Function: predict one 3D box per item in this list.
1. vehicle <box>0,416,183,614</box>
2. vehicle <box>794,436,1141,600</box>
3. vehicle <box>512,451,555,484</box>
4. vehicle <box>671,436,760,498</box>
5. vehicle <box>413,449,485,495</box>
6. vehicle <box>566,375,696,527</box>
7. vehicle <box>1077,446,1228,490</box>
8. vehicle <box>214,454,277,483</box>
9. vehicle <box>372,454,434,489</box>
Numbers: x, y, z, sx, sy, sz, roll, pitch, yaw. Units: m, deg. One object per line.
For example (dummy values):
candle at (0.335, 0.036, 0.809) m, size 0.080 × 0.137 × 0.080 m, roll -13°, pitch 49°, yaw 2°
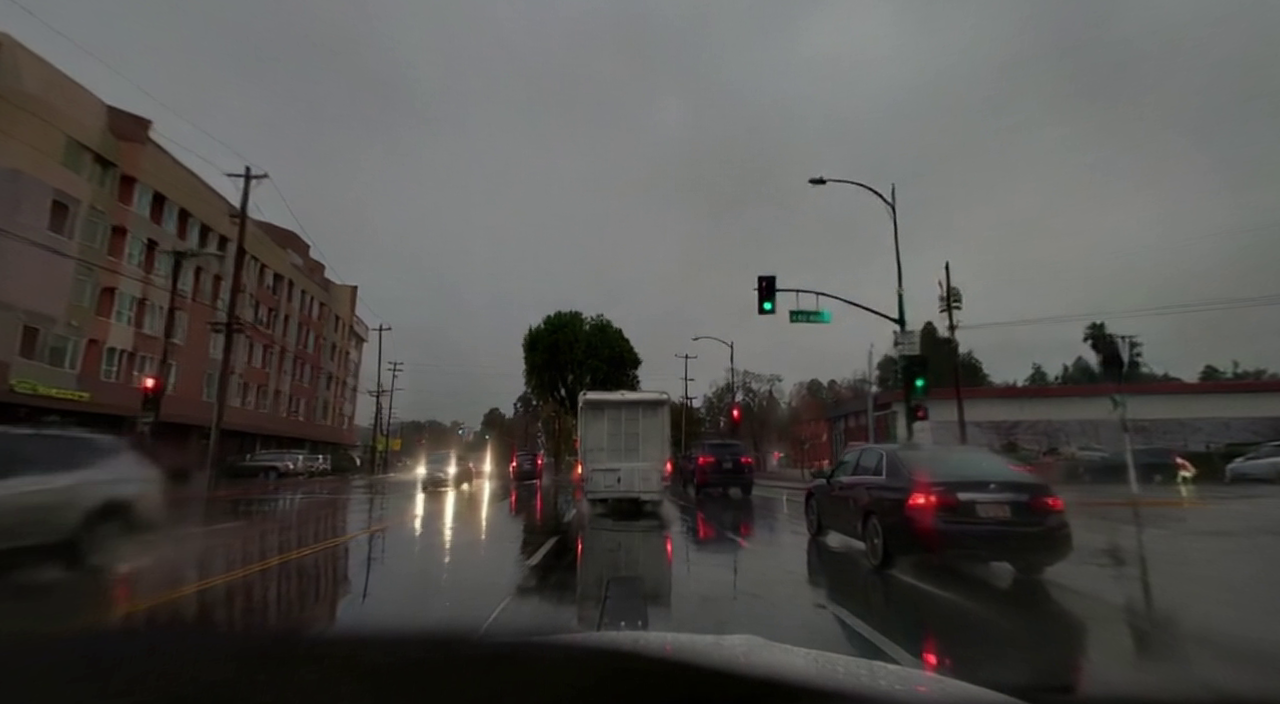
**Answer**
vehicle at (-5.938, 1.273, 4.847) m, size 1.810 × 1.546 × 3.981 m, roll 0°, pitch -8°, yaw -1°
vehicle at (3.637, 1.878, 8.235) m, size 1.978 × 1.507 × 4.636 m, roll 0°, pitch -8°, yaw -1°
vehicle at (-5.623, 6.110, 33.593) m, size 2.033 × 1.555 × 4.408 m, roll 1°, pitch -8°, yaw -7°
vehicle at (2.540, 4.053, 22.812) m, size 2.157 × 1.944 × 5.423 m, roll 1°, pitch -8°, yaw -4°
vehicle at (-7.195, 4.519, 24.042) m, size 1.801 × 1.524 × 3.974 m, roll 1°, pitch -8°, yaw -5°
vehicle at (-0.424, 2.352, 15.411) m, size 2.517 × 2.926 × 6.177 m, roll 1°, pitch -8°, yaw -5°
vehicle at (23.699, 5.314, 29.284) m, size 2.111 × 1.804 × 4.910 m, roll 5°, pitch -9°, yaw -28°
vehicle at (-24.528, 7.234, 39.255) m, size 1.974 × 1.597 × 4.606 m, roll 2°, pitch -8°, yaw -15°
vehicle at (-11.670, 5.884, 31.213) m, size 1.873 × 1.510 × 4.151 m, roll 1°, pitch -8°, yaw -7°
